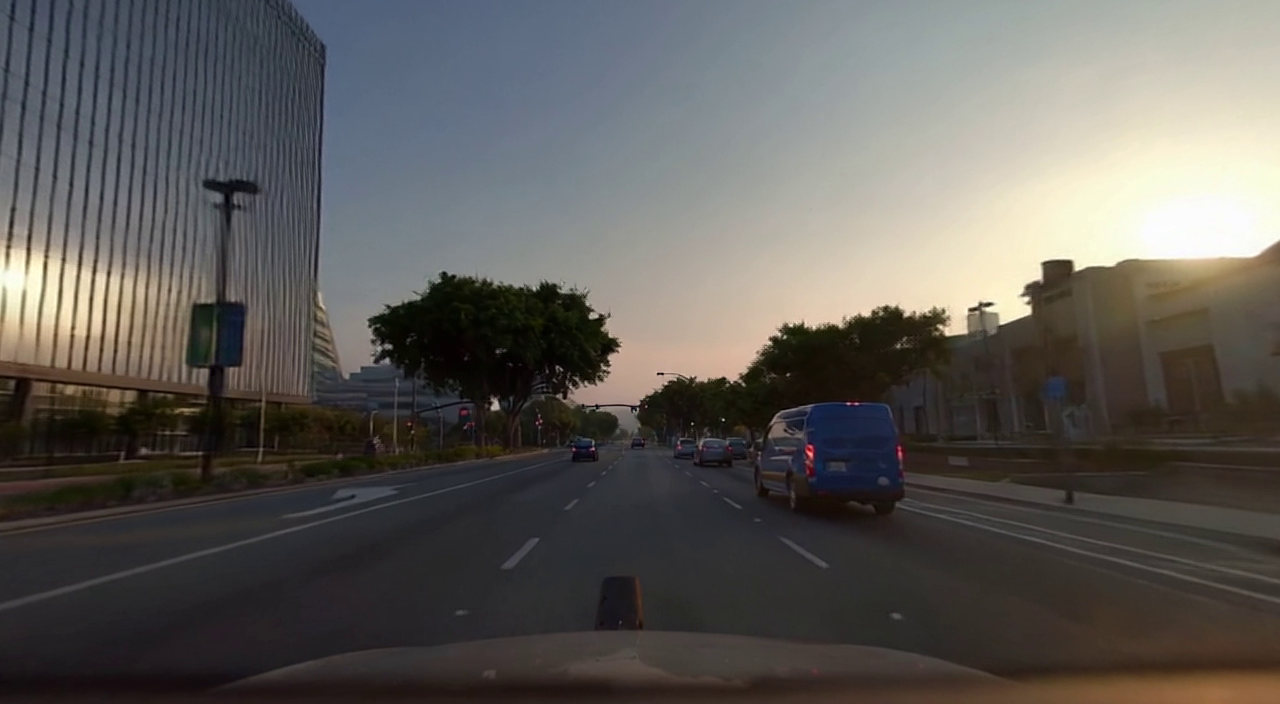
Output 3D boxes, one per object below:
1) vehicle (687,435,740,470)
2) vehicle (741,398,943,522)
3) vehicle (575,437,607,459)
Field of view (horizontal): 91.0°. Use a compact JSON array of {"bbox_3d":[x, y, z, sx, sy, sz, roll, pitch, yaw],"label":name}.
[{"bbox_3d":[3.366,4.682,29.465,1.867,1.493,4.190,0,-8,-1],"label":"vehicle"},{"bbox_3d":[3.556,2.053,12.400,2.200,1.914,5.145,0,-8,-1],"label":"vehicle"},{"bbox_3d":[-3.432,6.832,45.001,1.864,1.464,4.195,0,-8,1],"label":"vehicle"}]
